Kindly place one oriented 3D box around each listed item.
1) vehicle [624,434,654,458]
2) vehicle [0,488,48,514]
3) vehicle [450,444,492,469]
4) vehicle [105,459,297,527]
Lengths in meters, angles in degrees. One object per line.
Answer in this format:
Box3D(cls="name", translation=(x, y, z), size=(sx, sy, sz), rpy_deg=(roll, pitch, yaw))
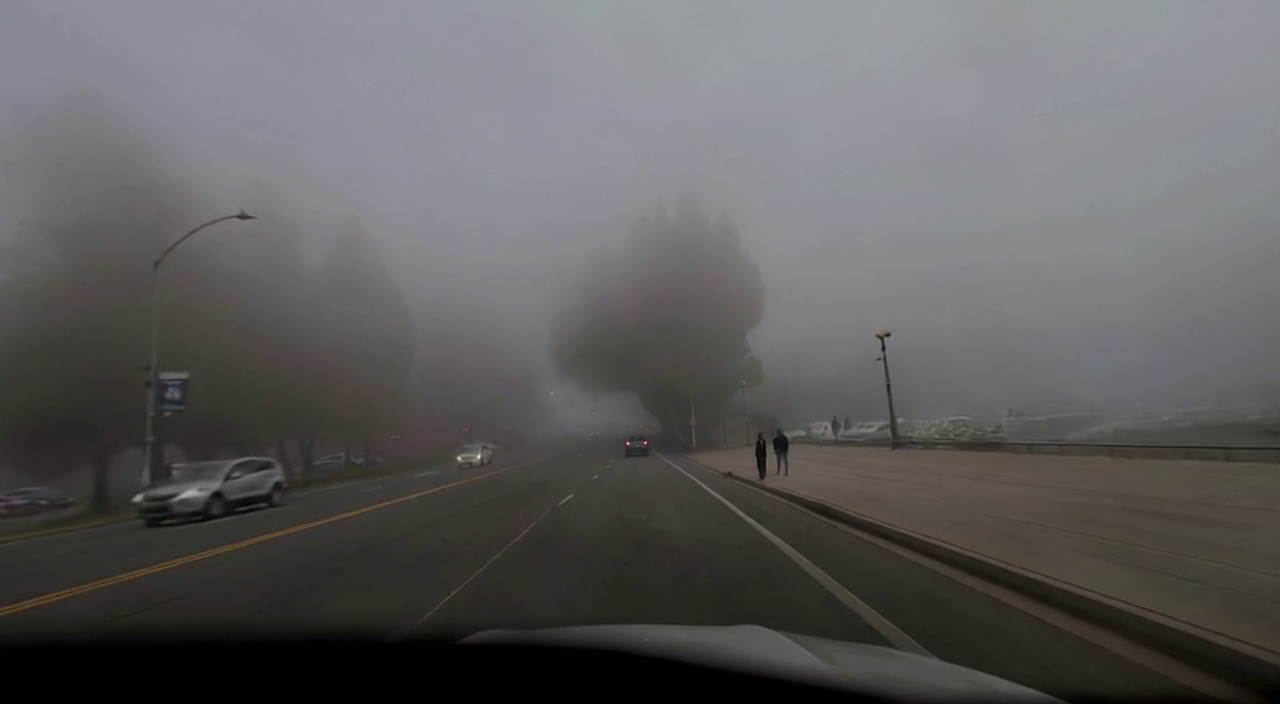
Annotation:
Box3D(cls="vehicle", translation=(-0.101, 7.205, 48.455), size=(2.228, 1.790, 4.180), rpy_deg=(0, -8, 0))
Box3D(cls="vehicle", translation=(-43.357, 10.163, 43.113), size=(3.943, 1.578, 1.916), rpy_deg=(-1, -9, 2))
Box3D(cls="vehicle", translation=(-12.757, 7.913, 48.039), size=(2.117, 1.724, 4.366), rpy_deg=(0, -8, -2))
Box3D(cls="vehicle", translation=(-11.498, 3.674, 17.052), size=(2.011, 1.475, 4.536), rpy_deg=(0, -8, -2))
